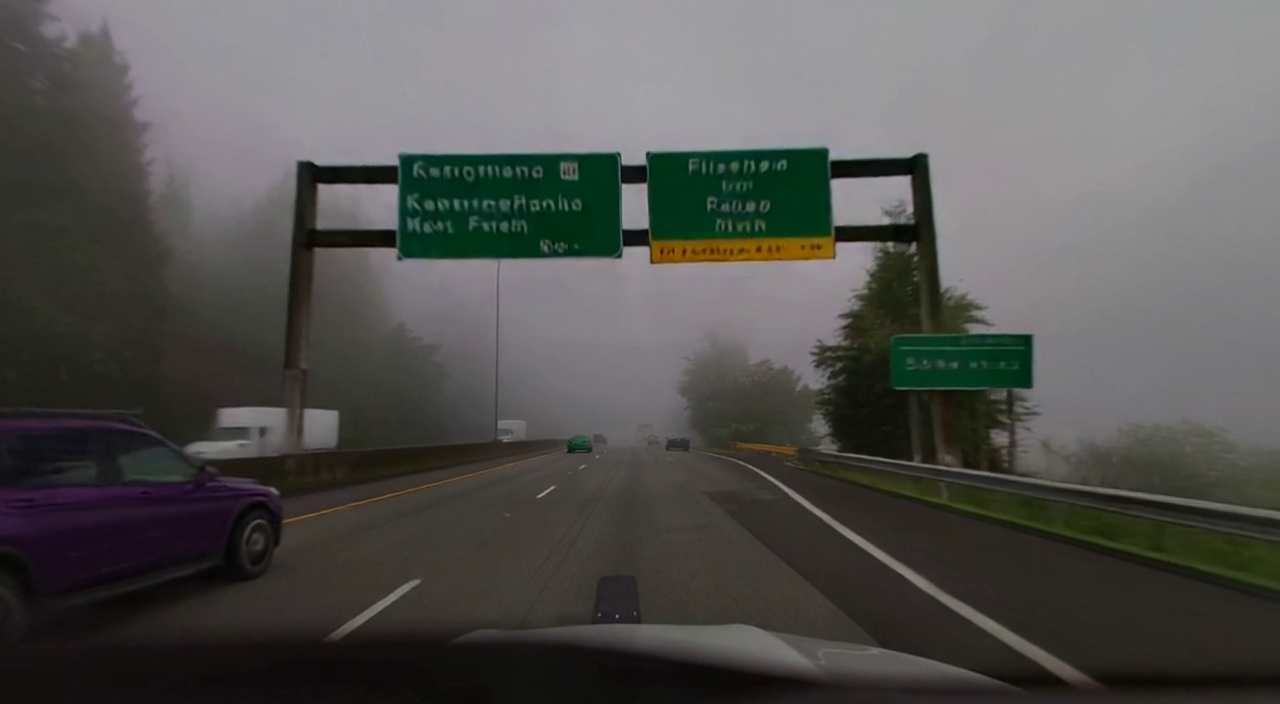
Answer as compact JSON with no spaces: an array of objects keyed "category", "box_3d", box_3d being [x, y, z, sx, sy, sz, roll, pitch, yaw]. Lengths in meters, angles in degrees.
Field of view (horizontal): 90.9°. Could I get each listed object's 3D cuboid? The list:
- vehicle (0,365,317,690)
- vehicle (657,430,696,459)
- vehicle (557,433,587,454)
[{"category":"vehicle","box_3d":[-4.296,1.037,4.254,2.002,1.645,4.329,0,-8,-2]},{"category":"vehicle","box_3d":[2.060,5.373,36.721,2.139,1.561,4.060,0,-8,1]},{"category":"vehicle","box_3d":[-5.219,7.046,48.599,1.959,1.514,3.668,0,-8,-1]}]
